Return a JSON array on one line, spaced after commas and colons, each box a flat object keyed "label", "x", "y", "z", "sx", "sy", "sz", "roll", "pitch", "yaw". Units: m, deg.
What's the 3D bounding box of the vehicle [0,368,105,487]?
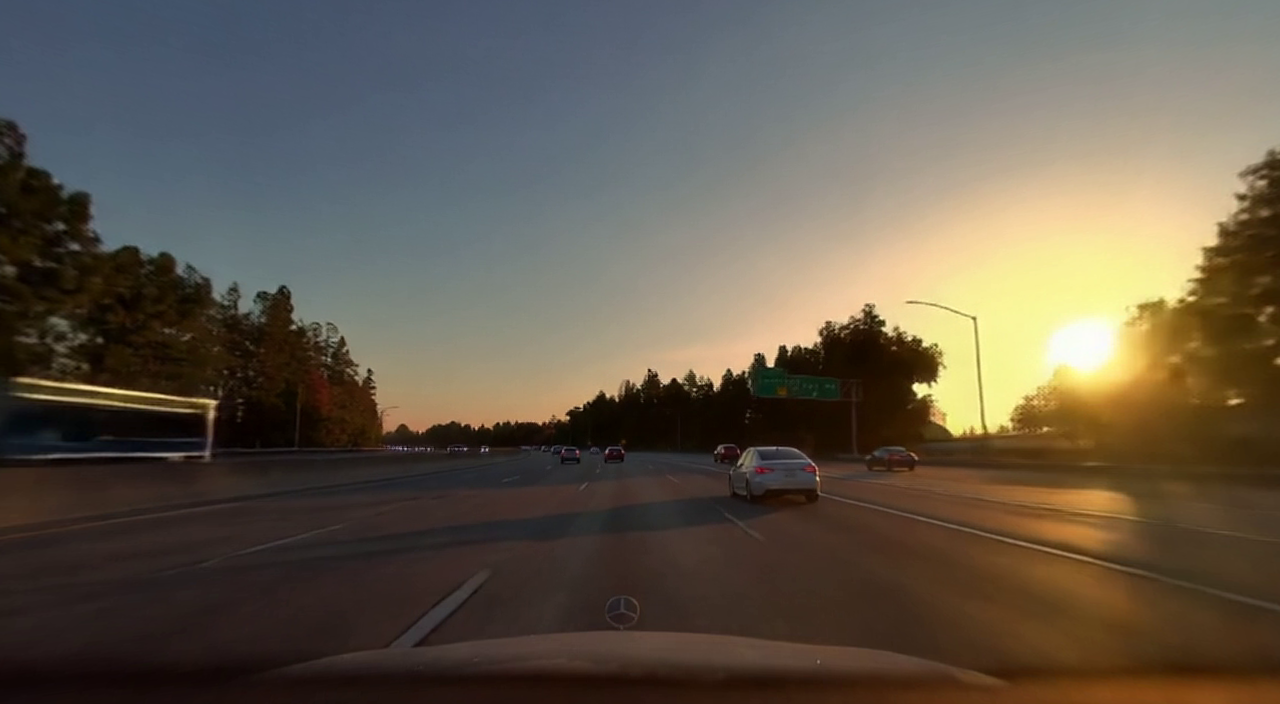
[{"label": "vehicle", "x": -23.862, "y": 2.813, "z": 23.103, "sx": 2.931, "sy": 4.092, "sz": 6.128, "roll": 1, "pitch": -9, "yaw": -3}]

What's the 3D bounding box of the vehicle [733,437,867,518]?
[{"label": "vehicle", "x": 3.429, "y": 2.766, "z": 14.315, "sx": 1.975, "sy": 1.562, "sz": 3.823, "roll": 0, "pitch": -9, "yaw": -1}]

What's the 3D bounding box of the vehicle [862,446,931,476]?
[{"label": "vehicle", "x": 13.415, "y": 5.709, "z": 33.284, "sx": 1.878, "sy": 1.486, "sz": 4.636, "roll": 0, "pitch": -9, "yaw": 2}]
